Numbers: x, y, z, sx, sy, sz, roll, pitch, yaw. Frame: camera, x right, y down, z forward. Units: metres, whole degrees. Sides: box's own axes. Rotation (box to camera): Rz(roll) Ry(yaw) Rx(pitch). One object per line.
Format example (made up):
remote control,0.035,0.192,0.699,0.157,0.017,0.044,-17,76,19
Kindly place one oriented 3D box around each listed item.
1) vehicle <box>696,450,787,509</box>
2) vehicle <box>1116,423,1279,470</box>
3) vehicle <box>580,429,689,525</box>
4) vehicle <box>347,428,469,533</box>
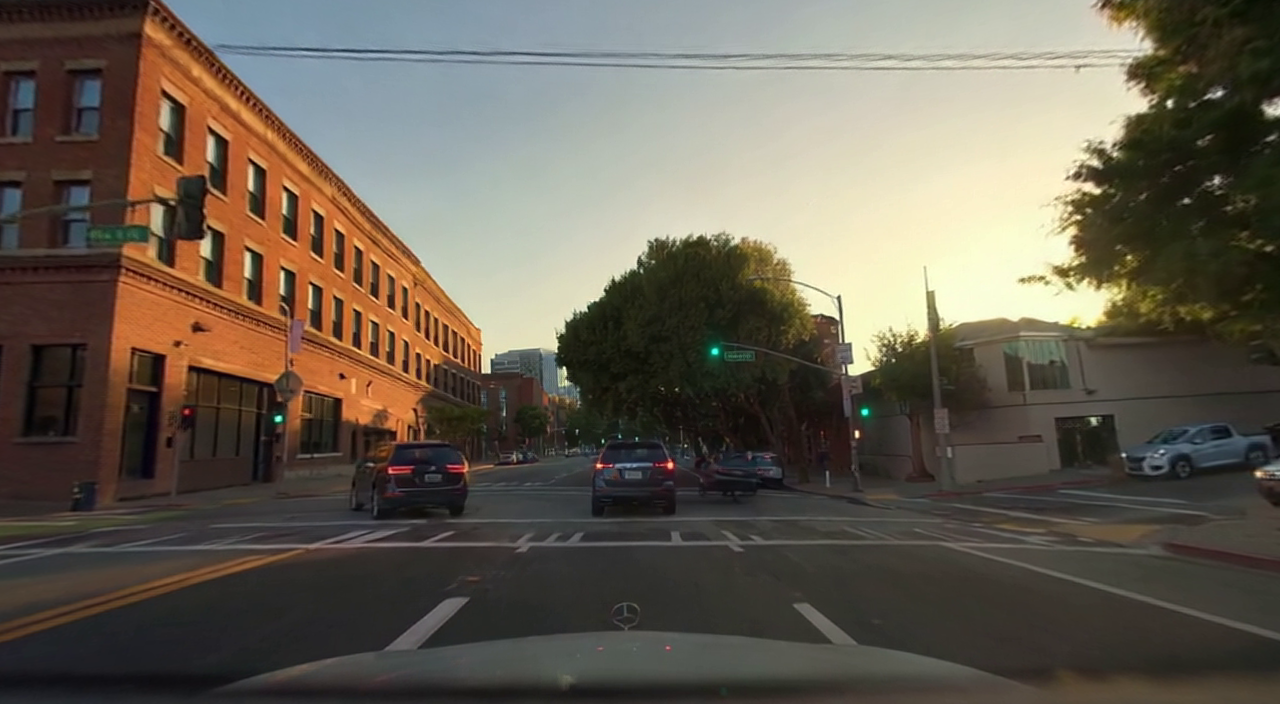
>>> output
vehicle,2.798,3.615,18.355,1.852,1.462,4.155,0,-8,-1
vehicle,20.936,3.551,23.819,4.355,1.663,1.948,0,-9,0
vehicle,-0.164,2.761,14.552,2.105,1.842,4.537,0,-8,-2
vehicle,-5.043,2.585,13.369,1.855,1.812,4.244,4,-9,-26
